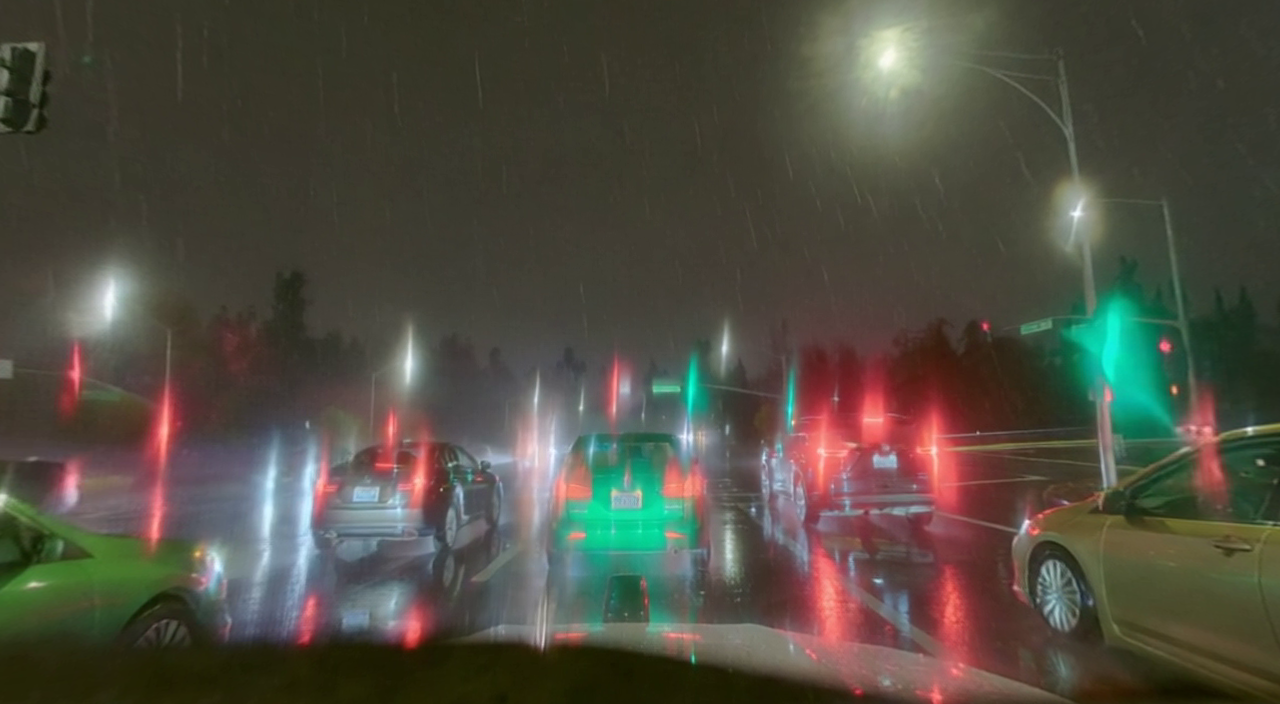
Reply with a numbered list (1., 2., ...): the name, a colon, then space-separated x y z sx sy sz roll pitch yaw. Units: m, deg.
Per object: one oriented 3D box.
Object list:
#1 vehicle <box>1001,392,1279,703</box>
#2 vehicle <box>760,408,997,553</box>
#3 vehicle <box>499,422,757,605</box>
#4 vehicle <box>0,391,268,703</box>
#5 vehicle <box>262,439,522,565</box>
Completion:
1. vehicle: 3.939 0.969 3.104 1.800 1.519 4.198 0 -8 0
2. vehicle: 3.307 1.868 9.821 1.992 1.744 4.183 0 -8 -1
3. vehicle: -0.129 1.649 7.373 2.140 1.499 4.119 0 -8 -1
4. vehicle: -3.480 0.849 1.838 2.016 1.547 4.414 0 -8 1
5. vehicle: -3.300 2.068 9.539 1.995 1.436 4.373 -1 -8 2
